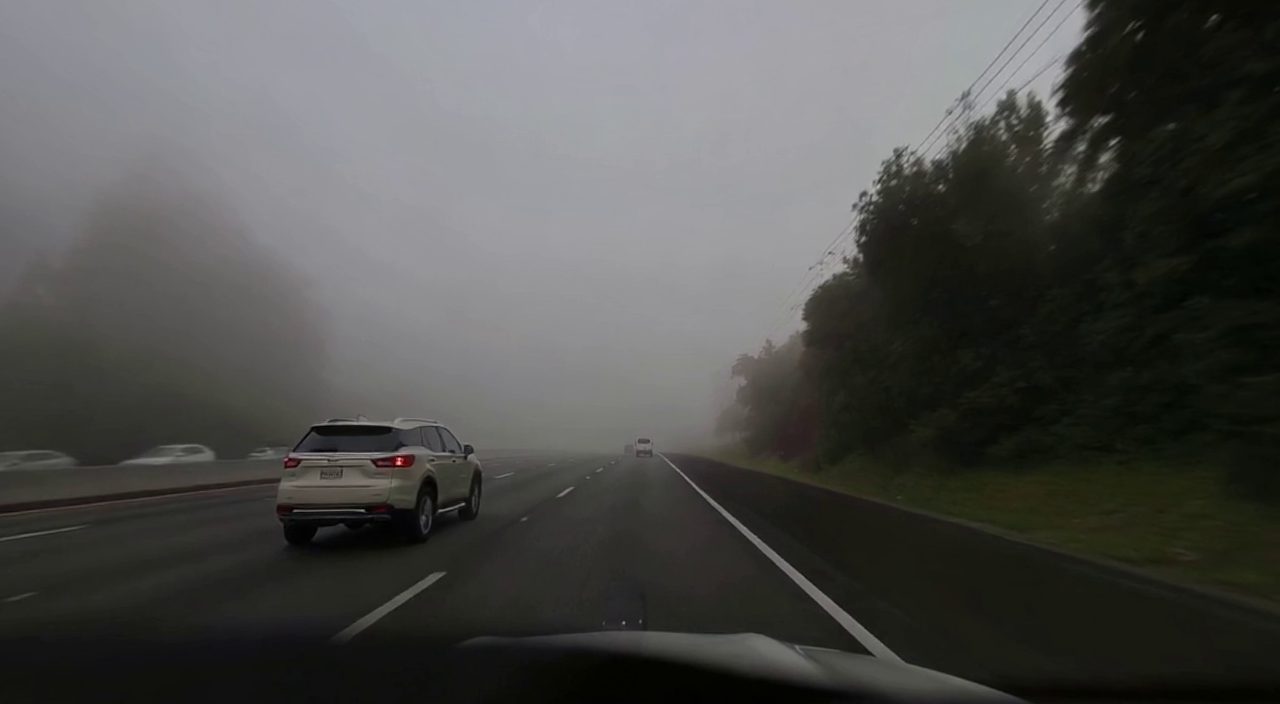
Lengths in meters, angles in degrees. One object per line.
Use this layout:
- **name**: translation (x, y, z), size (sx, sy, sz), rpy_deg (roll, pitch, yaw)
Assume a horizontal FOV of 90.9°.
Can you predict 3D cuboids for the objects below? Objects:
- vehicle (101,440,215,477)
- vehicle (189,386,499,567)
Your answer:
- **vehicle**: translation (-26.037, 5.740, 34.372), size (1.989, 1.875, 5.281), rpy_deg (0, -8, 1)
- **vehicle**: translation (-3.830, 1.731, 9.528), size (2.136, 1.975, 5.037), rpy_deg (0, -8, 1)
